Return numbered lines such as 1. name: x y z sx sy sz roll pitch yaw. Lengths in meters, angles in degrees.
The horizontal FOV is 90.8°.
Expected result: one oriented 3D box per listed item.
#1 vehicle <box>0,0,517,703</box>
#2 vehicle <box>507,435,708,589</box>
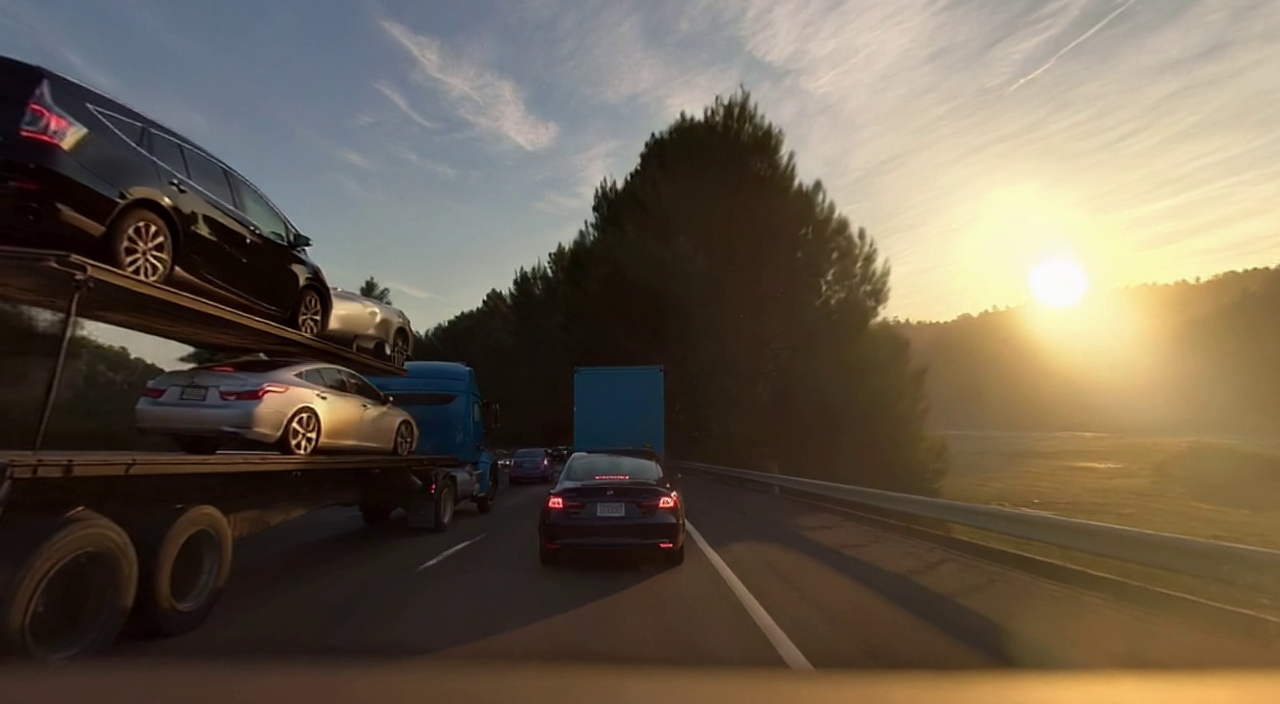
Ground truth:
1. vehicle: -4.610 0.754 9.217 2.836 4.059 14.286 0 -9 0
2. vehicle: -0.343 1.856 8.030 1.991 1.507 3.391 0 -9 -1
